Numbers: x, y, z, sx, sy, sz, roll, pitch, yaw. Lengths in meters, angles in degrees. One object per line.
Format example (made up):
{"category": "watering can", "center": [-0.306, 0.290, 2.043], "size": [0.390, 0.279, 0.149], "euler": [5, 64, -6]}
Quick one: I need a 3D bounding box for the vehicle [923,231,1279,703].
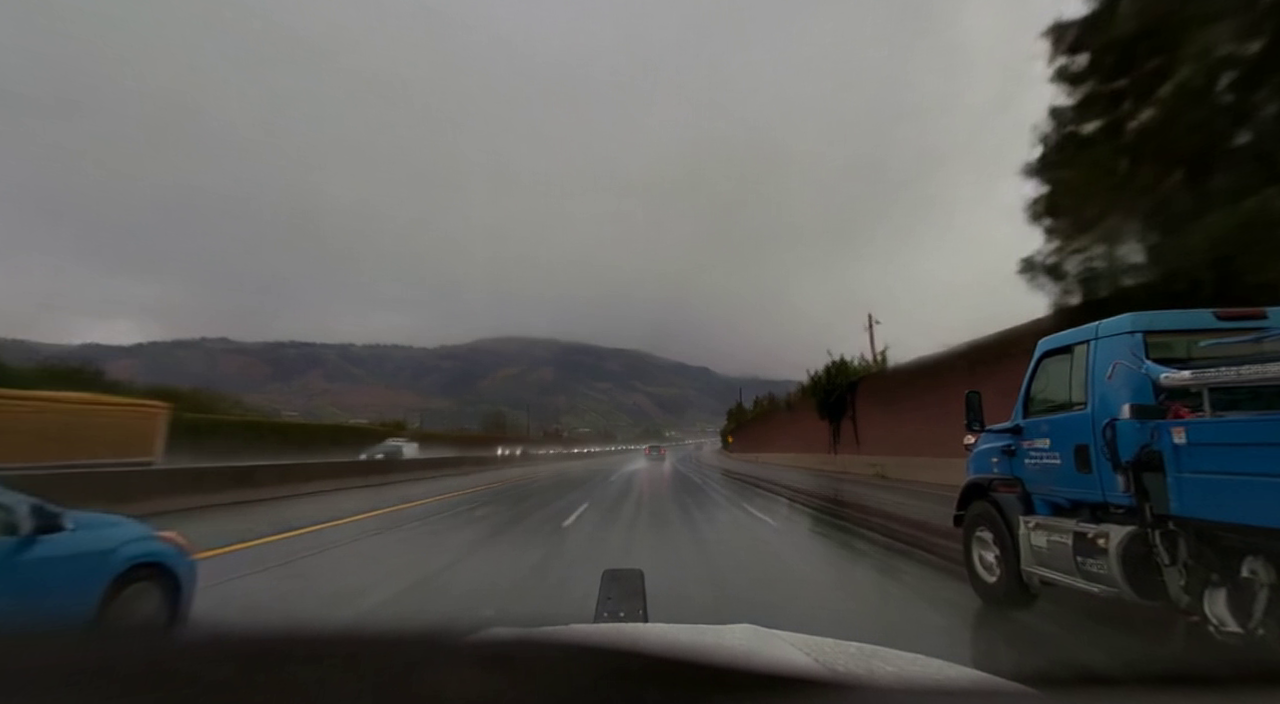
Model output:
{"category": "vehicle", "center": [3.731, 0.606, 2.040], "size": [2.538, 2.228, 6.370], "euler": [0, -9, -1]}

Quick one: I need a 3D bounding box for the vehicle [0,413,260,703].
{"category": "vehicle", "center": [-3.613, 0.907, 1.930], "size": [1.974, 1.493, 4.563], "euler": [0, -9, 1]}

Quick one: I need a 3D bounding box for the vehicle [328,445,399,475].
{"category": "vehicle", "center": [-17.367, 6.791, 39.803], "size": [2.076, 1.738, 5.045], "euler": [0, -9, 2]}
